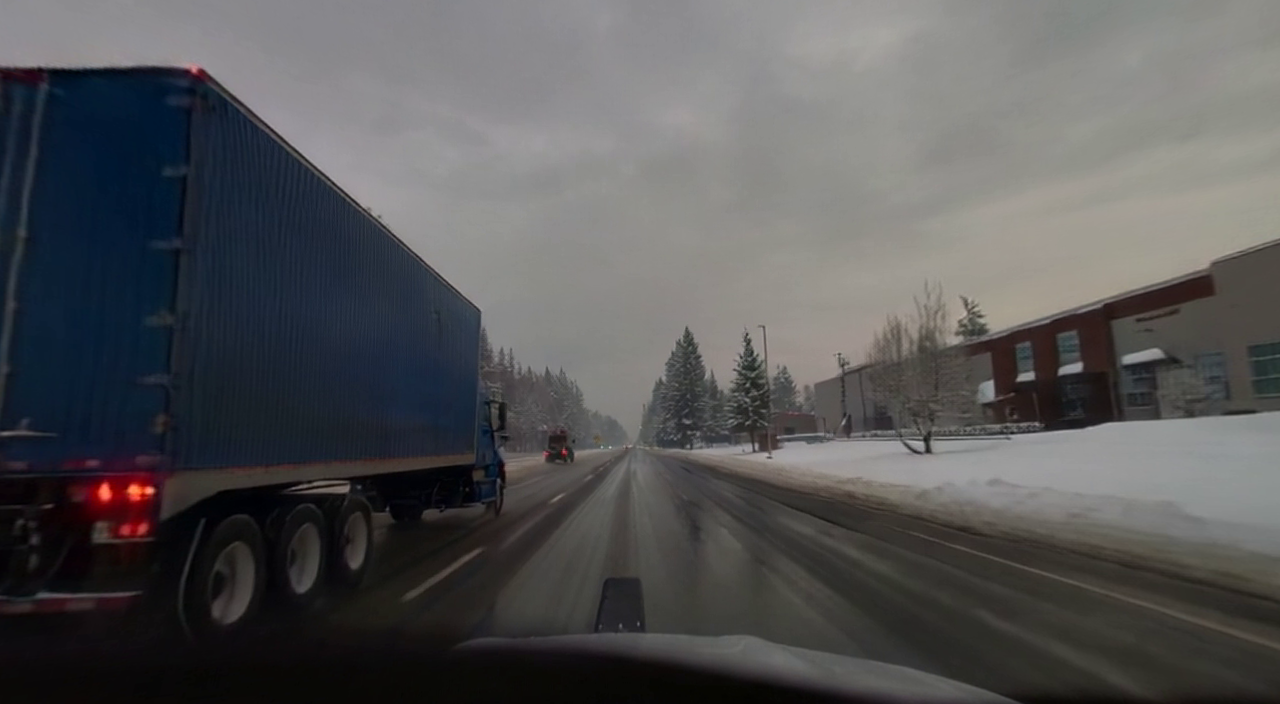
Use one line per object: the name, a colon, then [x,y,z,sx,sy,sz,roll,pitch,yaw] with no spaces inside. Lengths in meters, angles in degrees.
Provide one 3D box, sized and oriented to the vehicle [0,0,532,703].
vehicle: [-3.453,0.556,6.754,2.910,3.419,8.376,0,-8,1]
